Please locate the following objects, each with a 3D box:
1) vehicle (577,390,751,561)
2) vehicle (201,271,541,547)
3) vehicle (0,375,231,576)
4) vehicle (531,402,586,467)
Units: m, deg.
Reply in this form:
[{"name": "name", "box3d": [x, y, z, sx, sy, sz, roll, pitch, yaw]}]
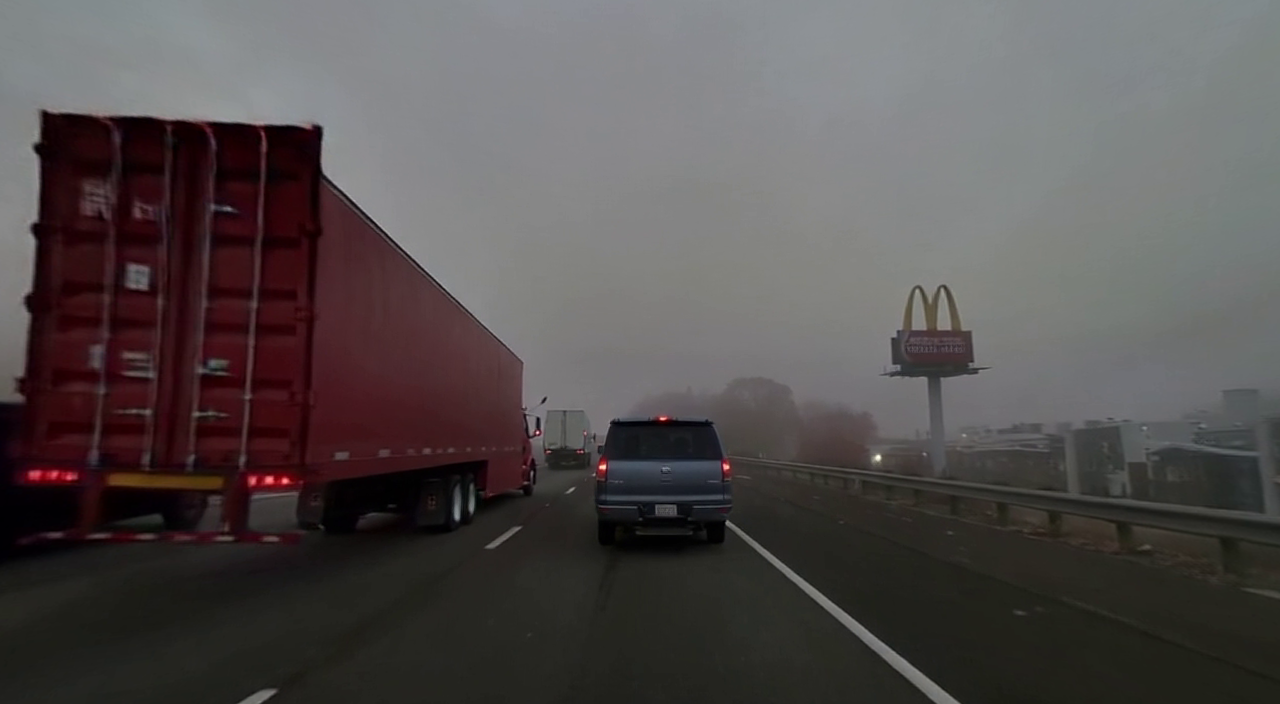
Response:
[{"name": "vehicle", "box3d": [0.180, 1.688, 9.178, 1.947, 1.910, 4.040, 0, -9, -3]}, {"name": "vehicle", "box3d": [-4.014, 1.315, 12.246, 2.814, 3.513, 8.529, 0, -9, 0]}, {"name": "vehicle", "box3d": [-7.708, 1.397, 7.292, 2.218, 2.047, 5.586, 0, -9, -1]}, {"name": "vehicle", "box3d": [-4.992, 5.352, 40.233, 2.617, 3.604, 9.499, 0, -9, -2]}]
